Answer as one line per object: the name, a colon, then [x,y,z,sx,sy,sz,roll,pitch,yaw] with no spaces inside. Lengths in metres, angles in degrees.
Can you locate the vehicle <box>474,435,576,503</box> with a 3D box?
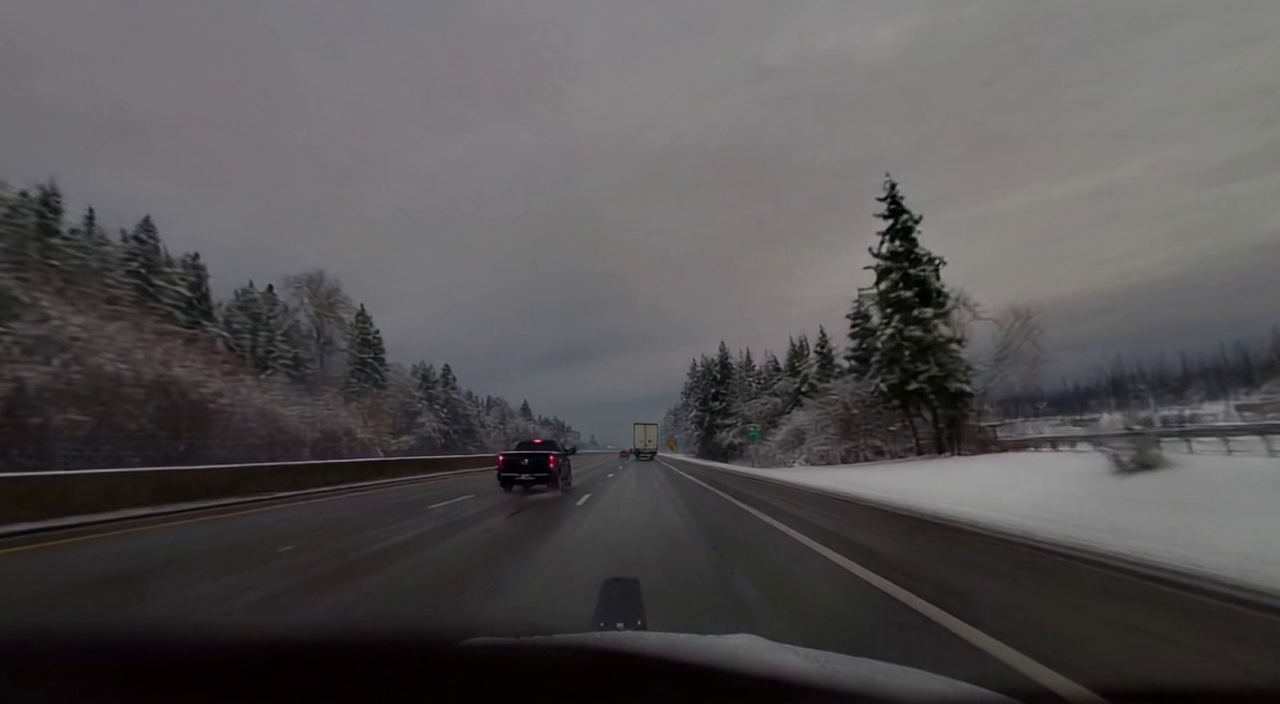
vehicle: [-3.100,3.275,18.073,2.017,1.680,4.636,0,-9,1]
